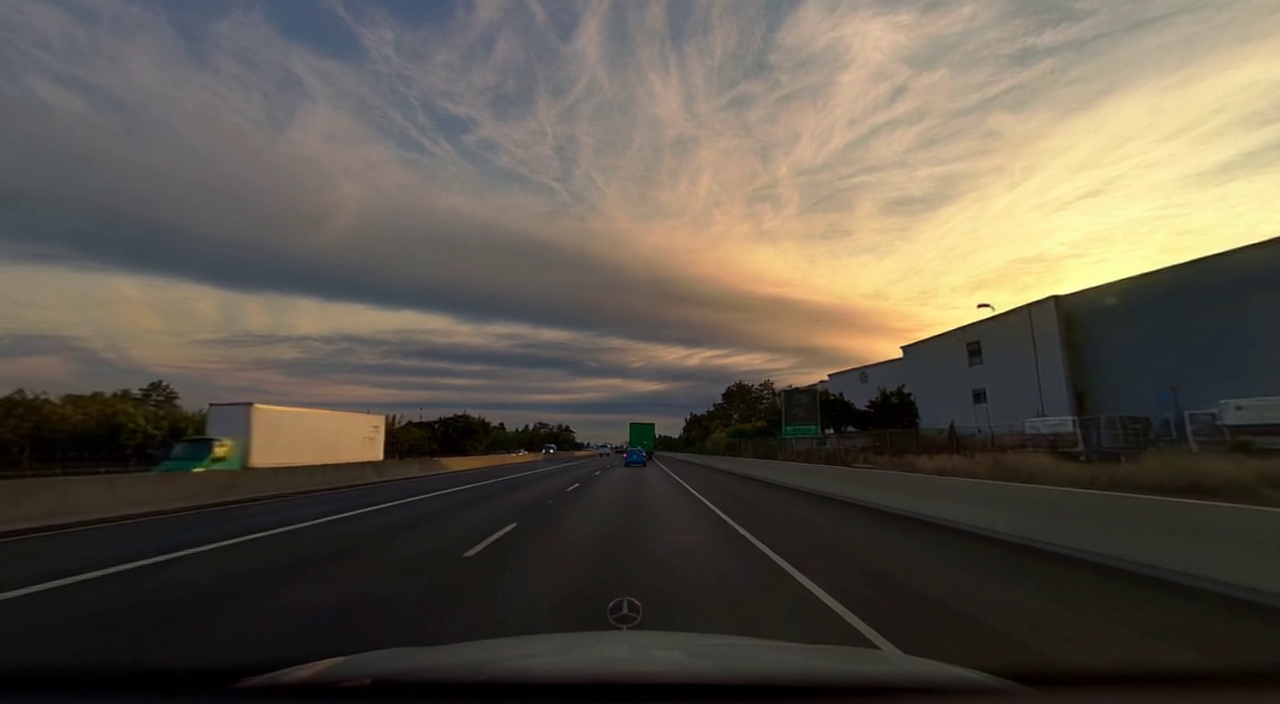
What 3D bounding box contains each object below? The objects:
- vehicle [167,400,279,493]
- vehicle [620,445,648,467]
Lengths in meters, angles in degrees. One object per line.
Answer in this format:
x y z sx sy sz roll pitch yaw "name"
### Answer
-19.134 4.362 29.129 2.971 4.001 2.802 -1 -9 2 "vehicle"
-0.429 7.897 47.784 2.094 1.559 3.945 0 -9 0 "vehicle"
